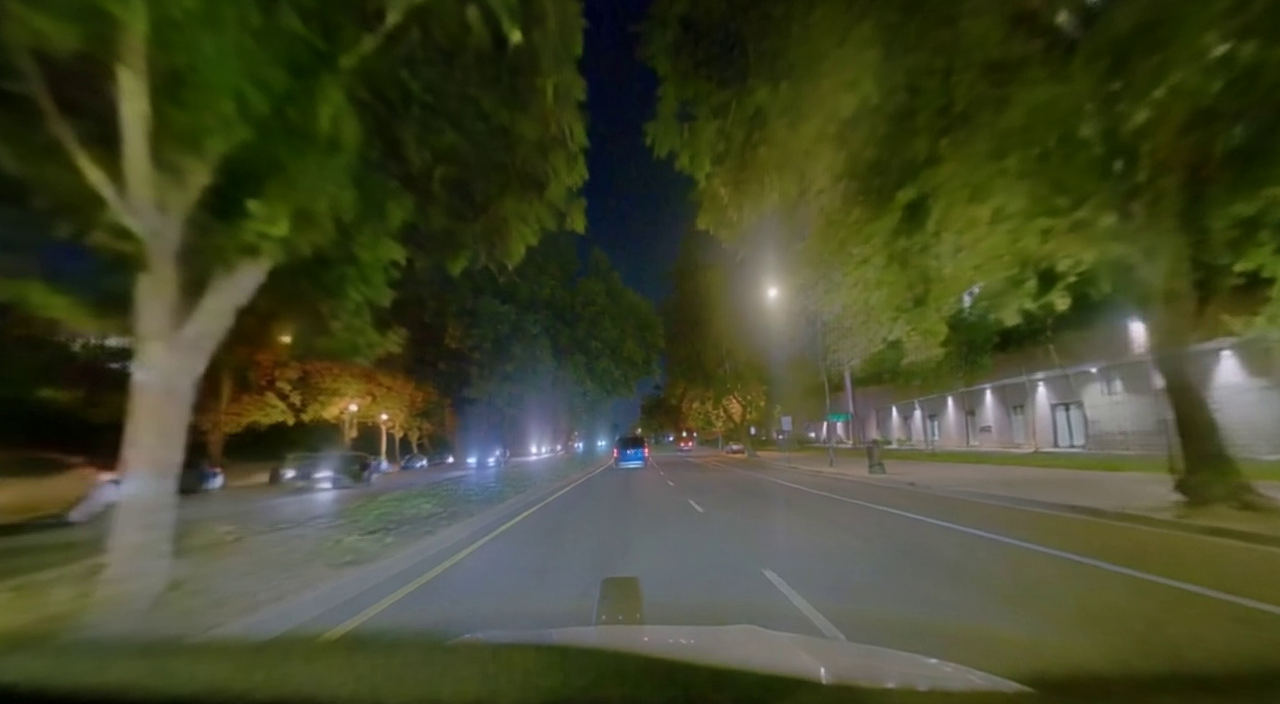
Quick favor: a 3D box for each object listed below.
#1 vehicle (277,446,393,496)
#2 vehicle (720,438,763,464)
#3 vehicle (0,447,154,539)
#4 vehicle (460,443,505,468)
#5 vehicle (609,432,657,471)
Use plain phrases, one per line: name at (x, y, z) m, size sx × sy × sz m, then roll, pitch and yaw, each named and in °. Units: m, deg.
vehicle at (-9.826, 3.820, 20.795) m, size 1.950 × 1.438 × 4.343 m, roll 1°, pitch -9°, yaw -5°
vehicle at (7.390, 7.275, 46.494) m, size 2.364 × 1.781 × 4.854 m, roll 0°, pitch -9°, yaw 0°
vehicle at (-11.223, 2.350, 10.737) m, size 2.013 × 1.460 × 4.902 m, roll 0°, pitch -9°, yaw 0°
vehicle at (-11.152, 7.350, 44.995) m, size 1.994 × 1.678 × 4.605 m, roll 0°, pitch -9°, yaw 0°
vehicle at (-0.407, 5.406, 34.365) m, size 2.411 × 1.937 × 5.186 m, roll 0°, pitch -9°, yaw -1°
